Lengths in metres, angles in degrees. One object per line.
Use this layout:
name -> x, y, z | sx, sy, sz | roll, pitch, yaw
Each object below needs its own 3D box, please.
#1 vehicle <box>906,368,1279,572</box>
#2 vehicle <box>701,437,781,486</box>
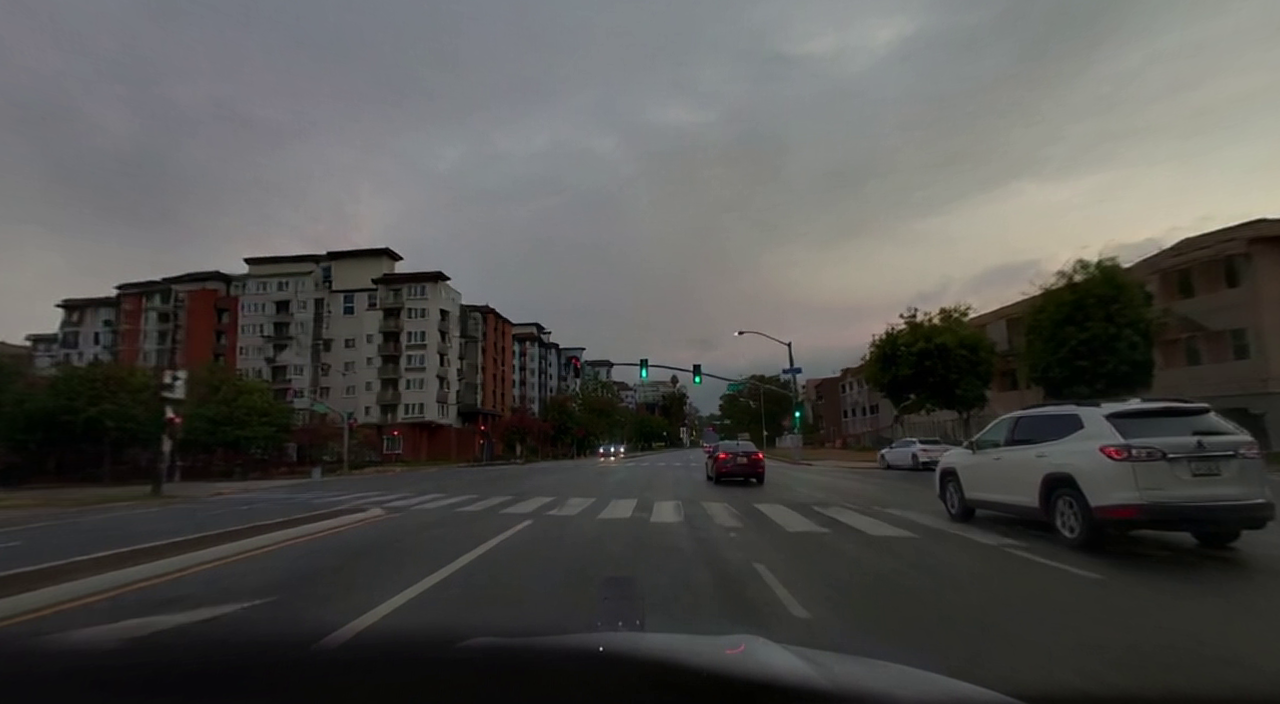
vehicle -> 6.331, 1.591, 9.173 | 2.427, 2.017, 5.763 | 0, -9, 0
vehicle -> 3.294, 3.677, 21.485 | 2.003, 1.480, 4.494 | 0, -9, 0
